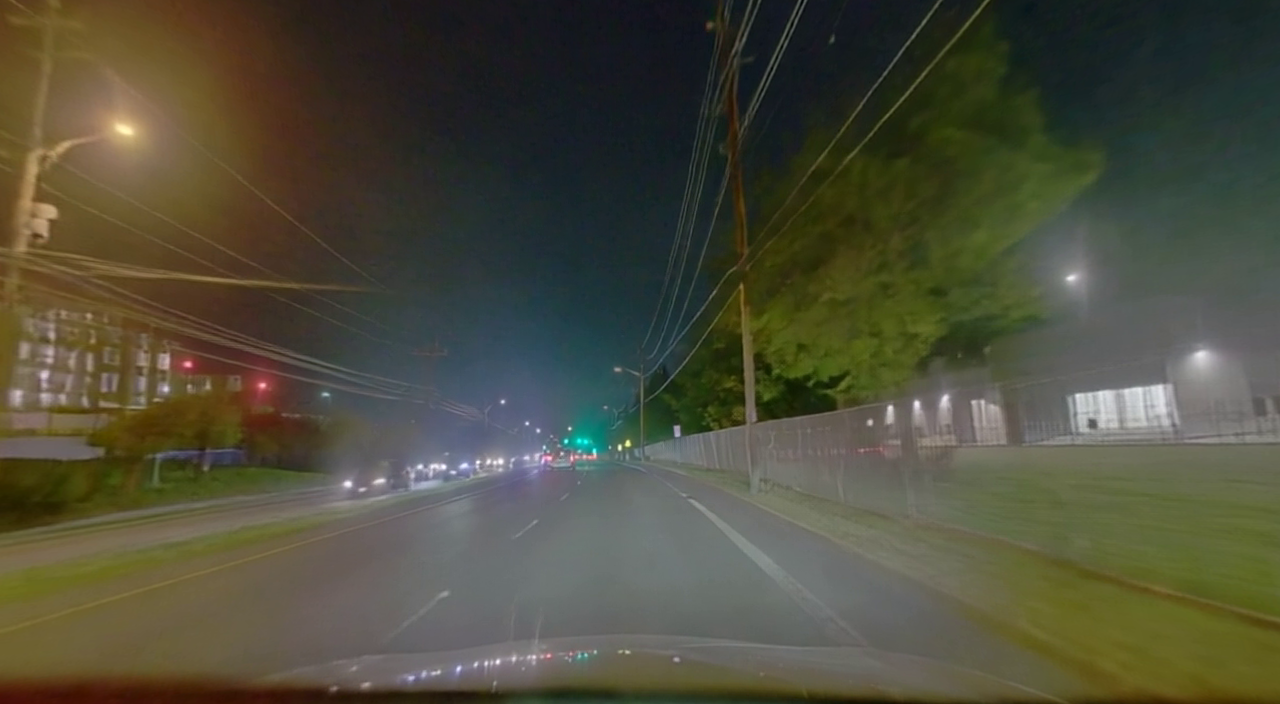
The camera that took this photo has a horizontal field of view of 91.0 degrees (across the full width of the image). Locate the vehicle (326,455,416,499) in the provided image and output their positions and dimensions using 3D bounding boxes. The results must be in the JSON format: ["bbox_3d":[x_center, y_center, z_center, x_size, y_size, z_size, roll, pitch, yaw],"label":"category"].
[{"bbox_3d":[-10.770,5.001,25.596,1.911,1.508,4.448,0,-9,-3],"label":"vehicle"}]

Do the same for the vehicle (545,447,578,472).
[{"bbox_3d":[-5.139,7.084,41.764,1.992,1.515,4.289,0,-9,-4],"label":"vehicle"}]
